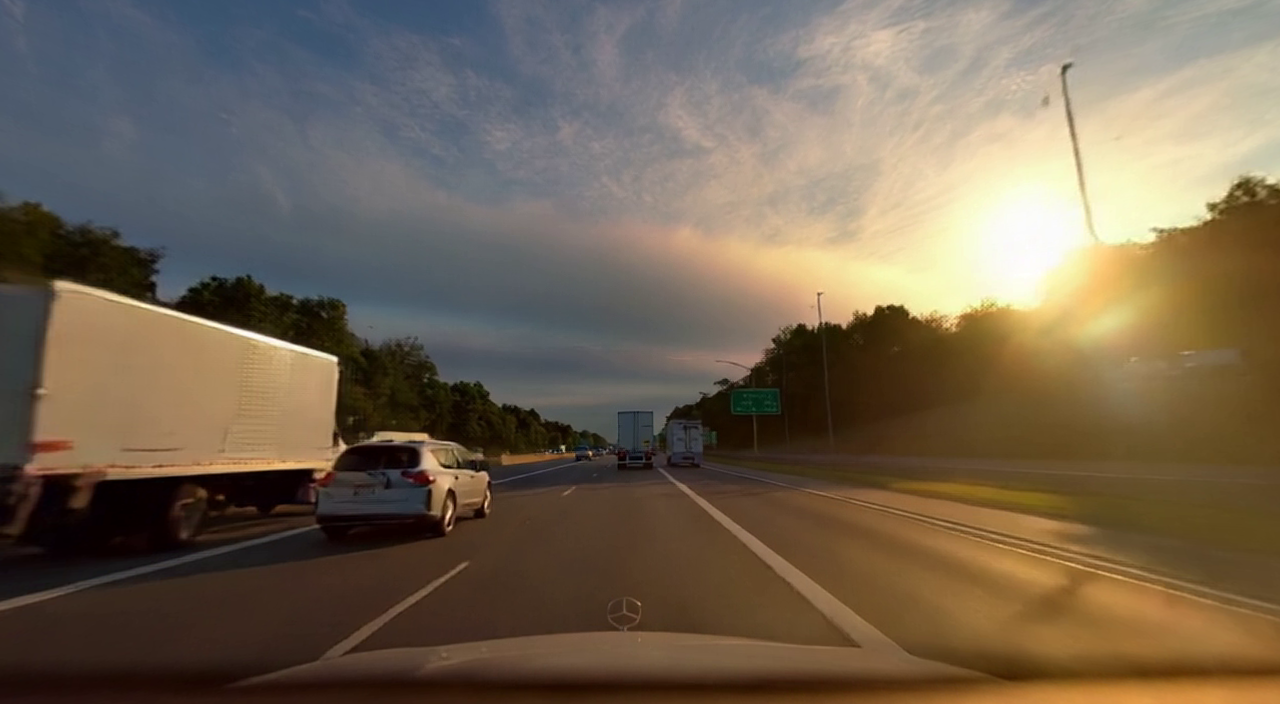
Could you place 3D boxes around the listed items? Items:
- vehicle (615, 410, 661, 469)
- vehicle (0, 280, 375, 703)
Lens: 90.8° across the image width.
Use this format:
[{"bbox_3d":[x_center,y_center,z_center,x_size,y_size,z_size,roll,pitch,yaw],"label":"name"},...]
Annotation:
[{"bbox_3d":[-0.138,6.880,49.096,3.201,4.019,10.918,0,-9,0],"label":"vehicle"},{"bbox_3d":[-3.918,0.972,5.043,2.033,2.234,3.490,0,-9,-1],"label":"vehicle"}]
